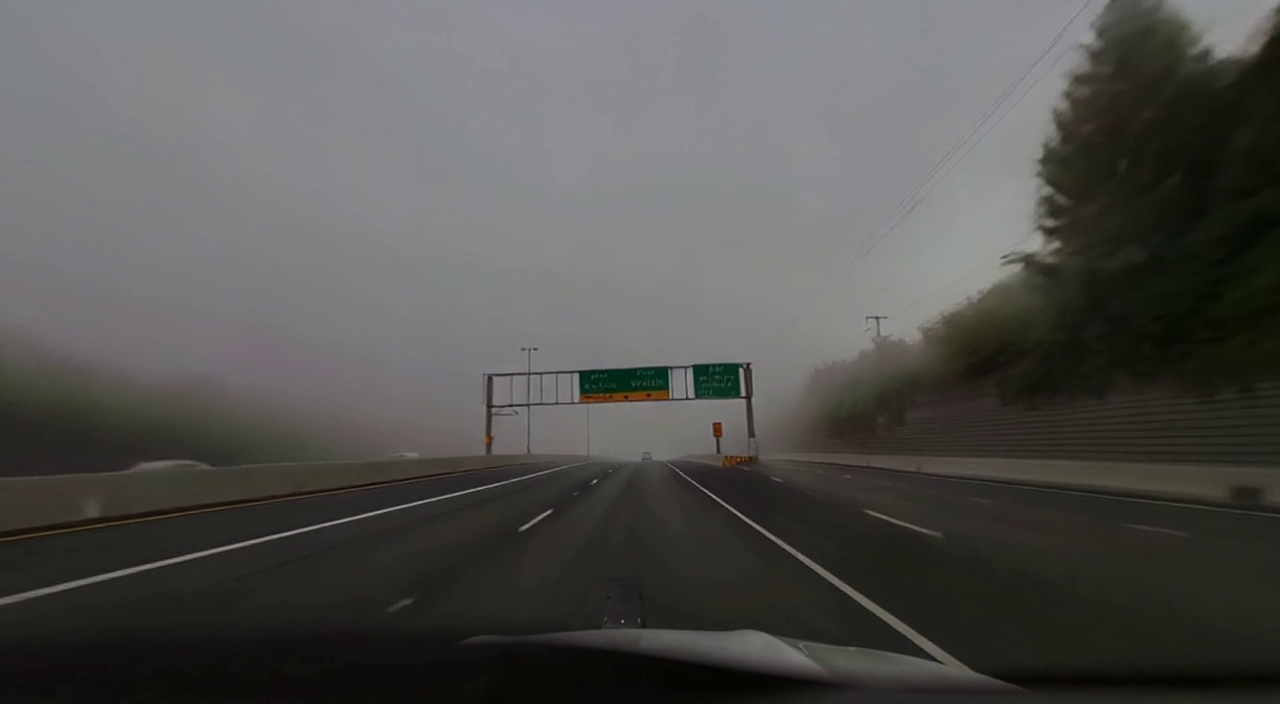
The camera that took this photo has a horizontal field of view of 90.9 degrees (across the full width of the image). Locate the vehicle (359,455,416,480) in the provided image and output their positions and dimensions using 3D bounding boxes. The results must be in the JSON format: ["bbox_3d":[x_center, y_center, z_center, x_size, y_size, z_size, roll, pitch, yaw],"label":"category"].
[{"bbox_3d":[-16.499,7.536,41.387,1.900,1.457,4.449,-1,-9,0],"label":"vehicle"}]
